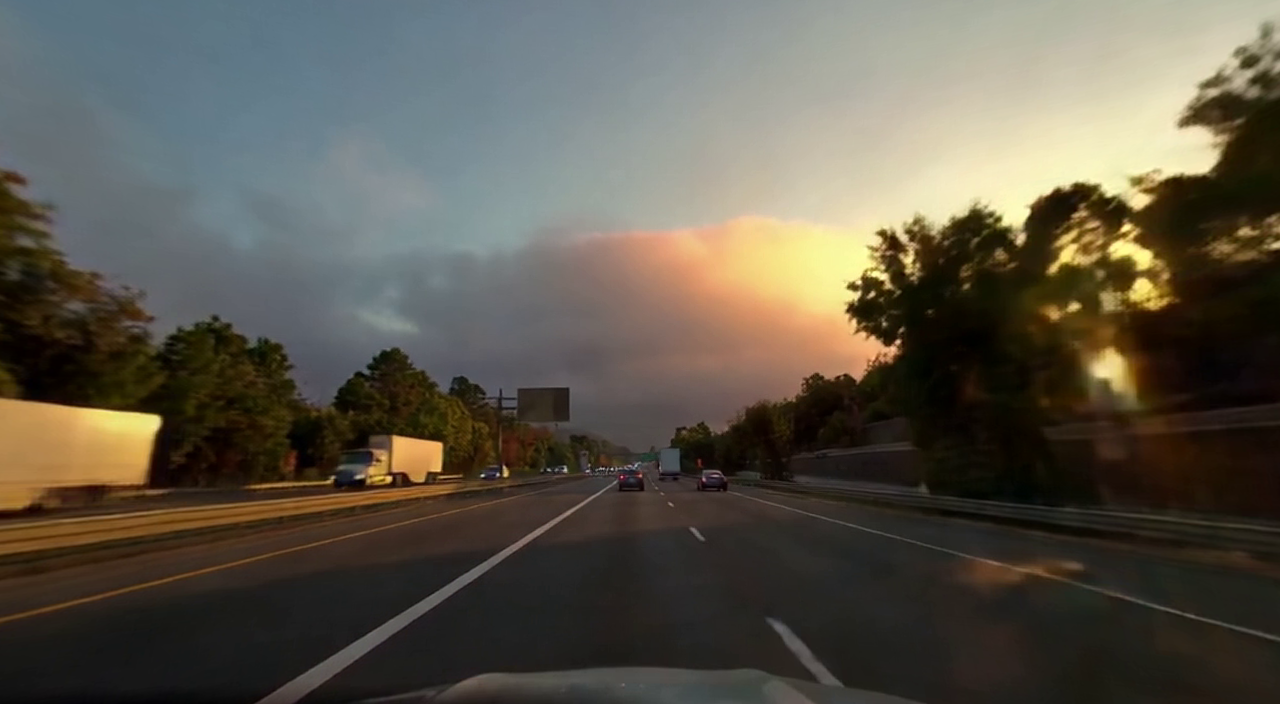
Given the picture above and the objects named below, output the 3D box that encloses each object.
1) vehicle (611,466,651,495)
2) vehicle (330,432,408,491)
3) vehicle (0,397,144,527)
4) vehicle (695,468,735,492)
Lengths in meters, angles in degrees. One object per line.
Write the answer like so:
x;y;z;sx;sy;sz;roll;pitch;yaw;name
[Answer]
-0.485;6.823;33.630;2.010;1.436;3.973;1;-10;-1;vehicle
-19.764;8.081;46.422;2.911;4.025;5.844;1;-10;0;vehicle
-20.354;3.024;17.468;3.000;3.760;12.315;1;-10;1;vehicle
4.835;8.297;41.018;1.897;1.476;4.334;1;-10;-2;vehicle
